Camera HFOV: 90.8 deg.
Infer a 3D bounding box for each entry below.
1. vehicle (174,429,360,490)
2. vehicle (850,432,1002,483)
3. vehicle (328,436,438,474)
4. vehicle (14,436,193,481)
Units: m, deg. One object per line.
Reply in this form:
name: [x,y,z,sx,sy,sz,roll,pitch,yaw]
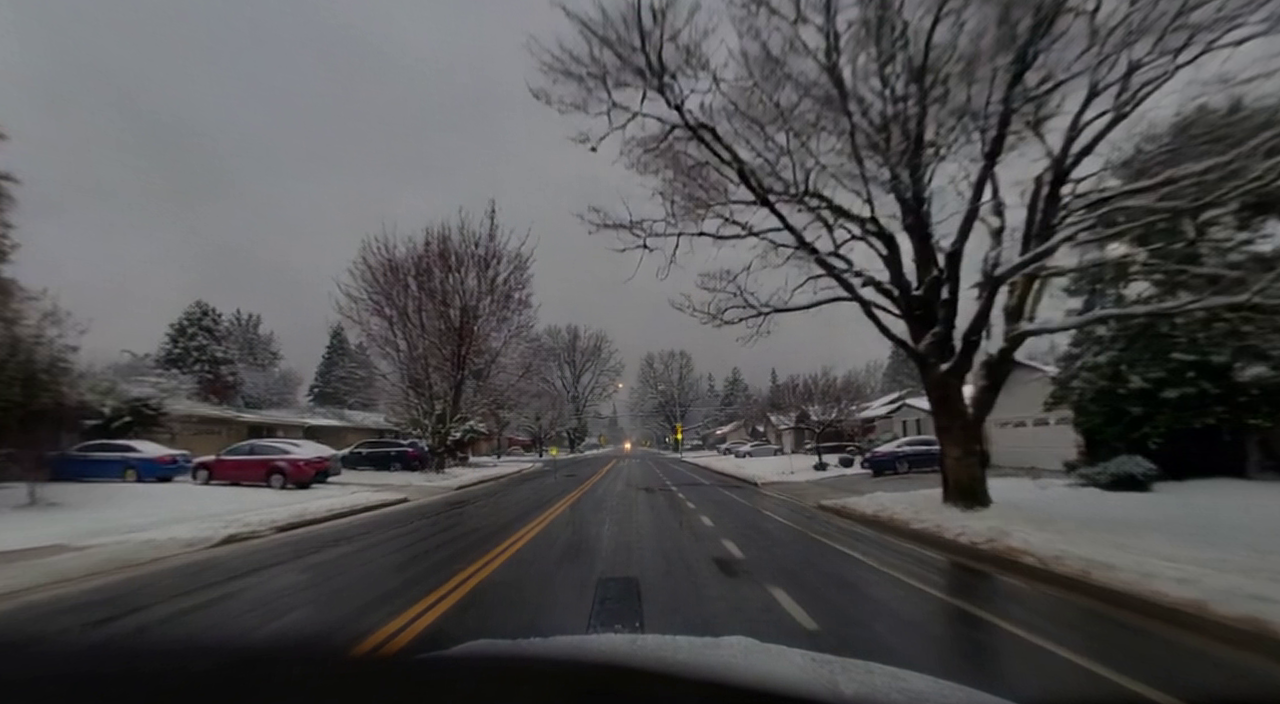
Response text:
vehicle: [-12.440,3.600,21.313,5.009,1.880,1.961,-1,-8,1]
vehicle: [10.705,3.986,23.921,4.751,1.518,1.885,-4,-9,-1]
vehicle: [-12.822,5.163,31.751,4.549,1.802,2.081,0,-9,1]
vehicle: [-19.045,3.811,22.646,4.351,1.488,2.114,1,-9,-4]
